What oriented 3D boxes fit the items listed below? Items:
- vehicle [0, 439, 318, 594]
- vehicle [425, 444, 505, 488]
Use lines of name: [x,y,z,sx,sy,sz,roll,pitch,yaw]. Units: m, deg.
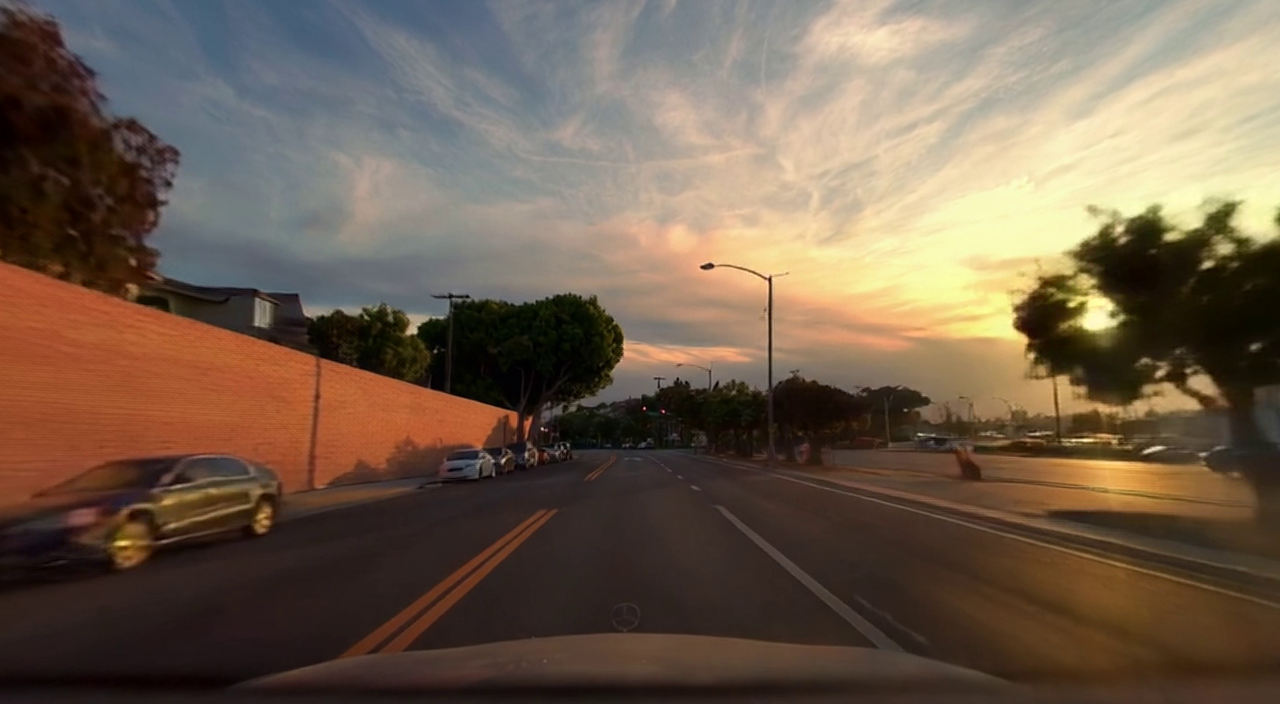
vehicle: [-6.712,2.026,8.905,1.929,1.491,4.642,3,-8,-1]
vehicle: [-6.946,4.528,25.562,1.989,1.485,4.218,2,-7,0]
